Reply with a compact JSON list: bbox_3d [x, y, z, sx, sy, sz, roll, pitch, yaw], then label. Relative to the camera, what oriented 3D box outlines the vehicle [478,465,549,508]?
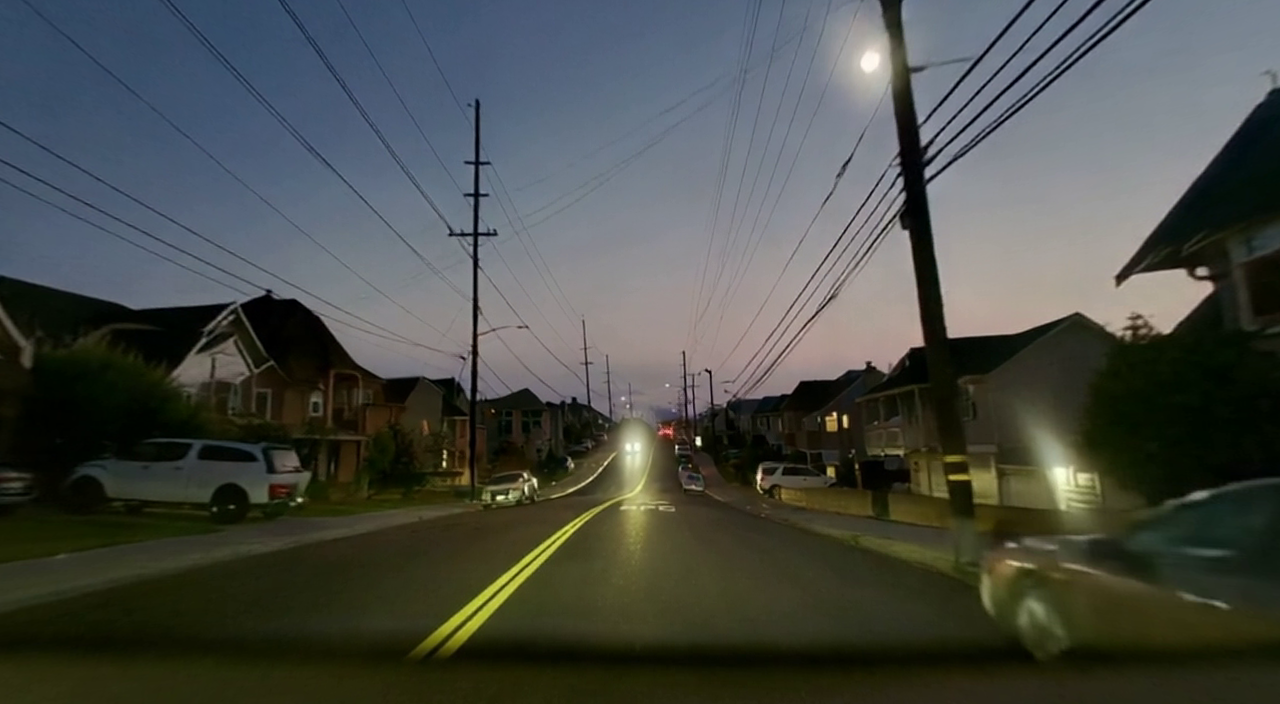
[{"bbox_3d":[-5.830,6.330,29.629,2.156,1.764,4.410,-3,-12,4],"label":"vehicle"}]

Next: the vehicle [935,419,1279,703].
[{"bbox_3d":[3.162,1.023,2.286,1.945,1.500,4.363,1,-10,-2],"label":"vehicle"}]

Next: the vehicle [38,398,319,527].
[{"bbox_3d":[-12.305,3.102,17.254,5.503,2.906,2.584,-4,-15,1],"label":"vehicle"}]

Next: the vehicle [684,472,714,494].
[{"bbox_3d":[4.365,9.892,47.268,2.063,1.503,4.415,-1,-13,4],"label":"vehicle"}]

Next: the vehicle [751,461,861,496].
[{"bbox_3d":[9.100,6.982,34.849,5.512,1.846,2.115,0,-9,2],"label":"vehicle"}]
